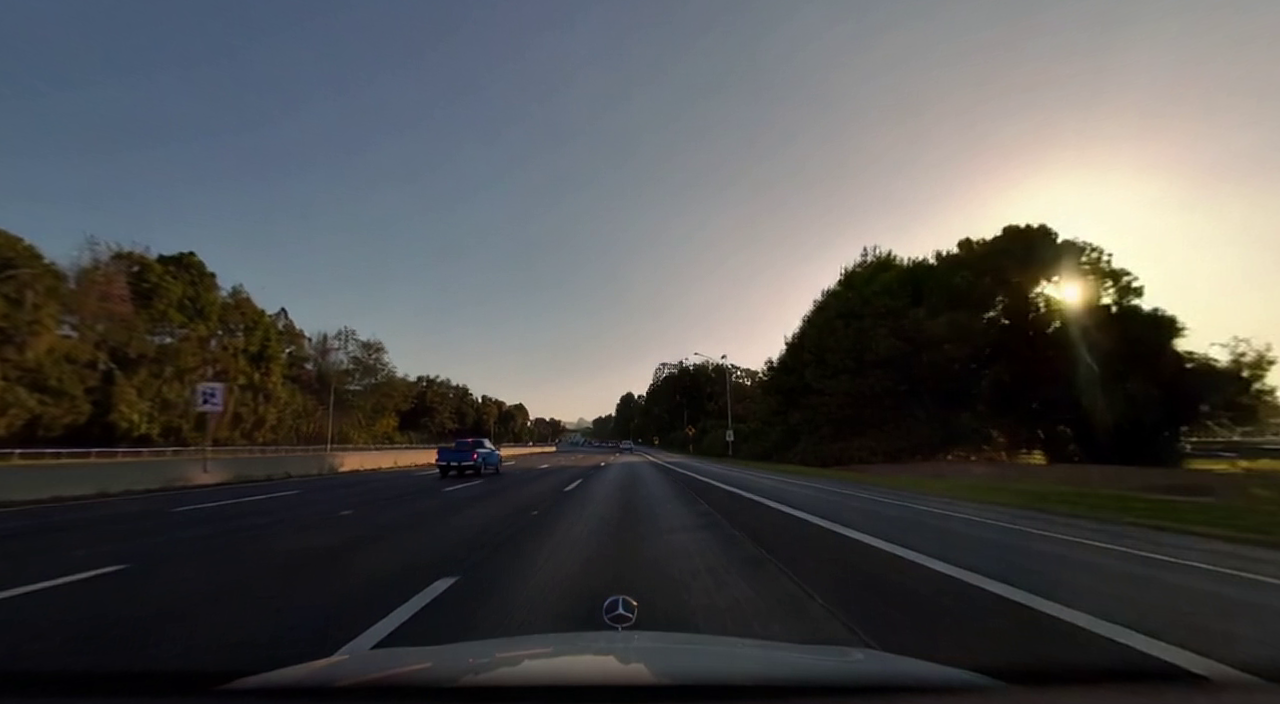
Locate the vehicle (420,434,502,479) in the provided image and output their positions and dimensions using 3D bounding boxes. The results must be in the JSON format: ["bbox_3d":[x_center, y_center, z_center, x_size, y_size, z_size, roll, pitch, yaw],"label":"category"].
[{"bbox_3d":[-7.664,4.519,27.637,2.231,1.807,4.758,0,-8,0],"label":"vehicle"}]
